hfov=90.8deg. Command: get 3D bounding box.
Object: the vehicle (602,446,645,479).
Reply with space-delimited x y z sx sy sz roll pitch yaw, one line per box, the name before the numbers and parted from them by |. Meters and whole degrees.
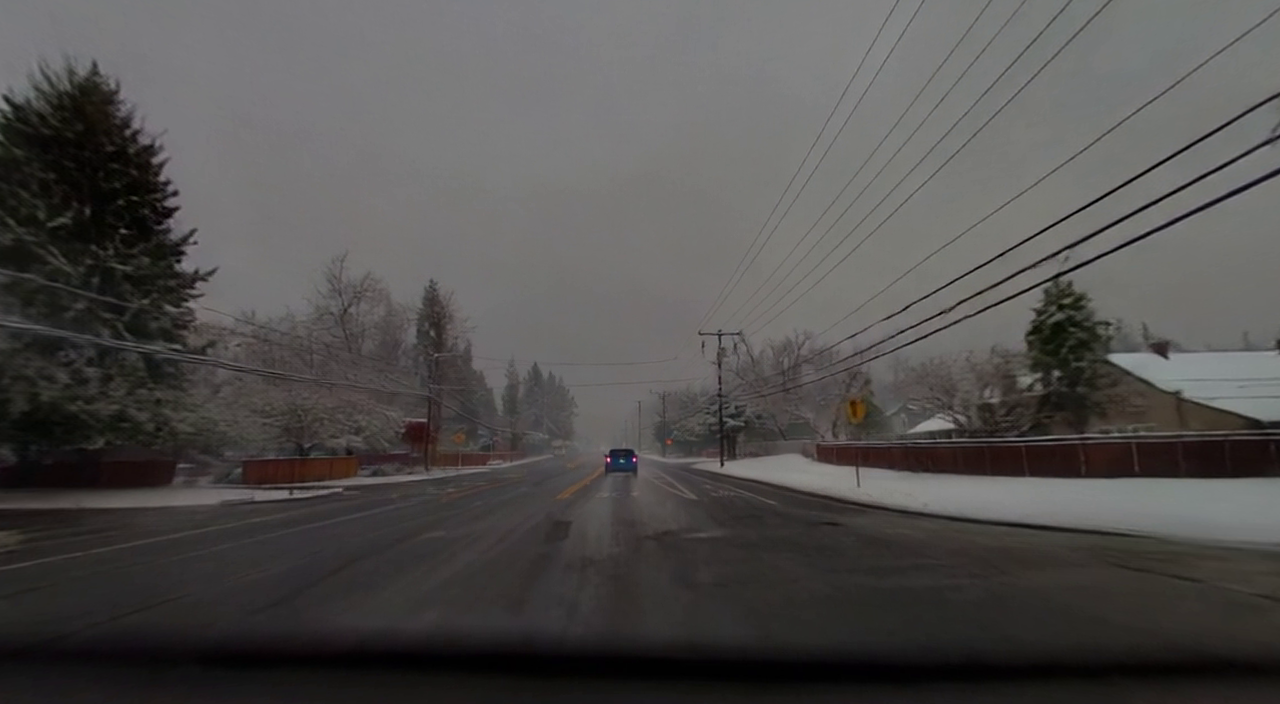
vehicle | -0.902 5.912 34.104 2.139 1.699 3.916 0 -8 -2
